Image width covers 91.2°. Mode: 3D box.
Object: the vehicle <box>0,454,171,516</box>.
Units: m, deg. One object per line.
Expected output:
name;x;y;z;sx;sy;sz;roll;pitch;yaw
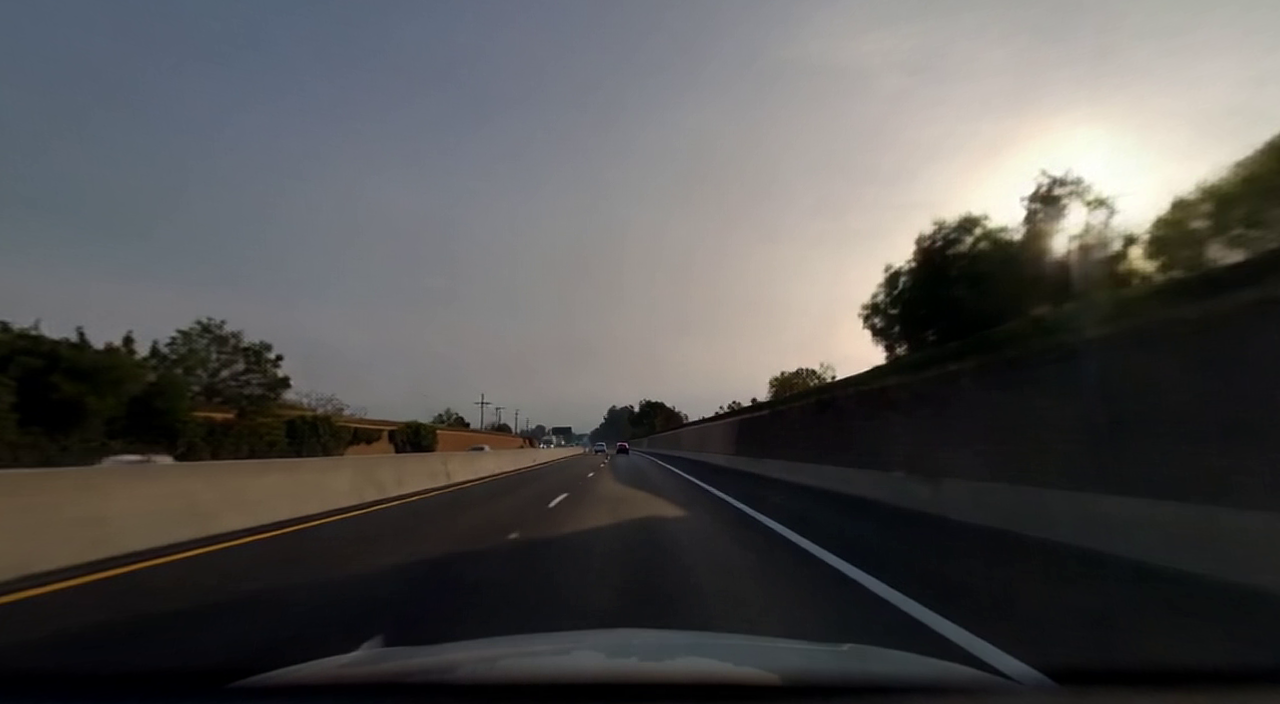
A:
vehicle;-16.911;3.906;18.983;1.936;1.576;4.524;0;-9;-1
